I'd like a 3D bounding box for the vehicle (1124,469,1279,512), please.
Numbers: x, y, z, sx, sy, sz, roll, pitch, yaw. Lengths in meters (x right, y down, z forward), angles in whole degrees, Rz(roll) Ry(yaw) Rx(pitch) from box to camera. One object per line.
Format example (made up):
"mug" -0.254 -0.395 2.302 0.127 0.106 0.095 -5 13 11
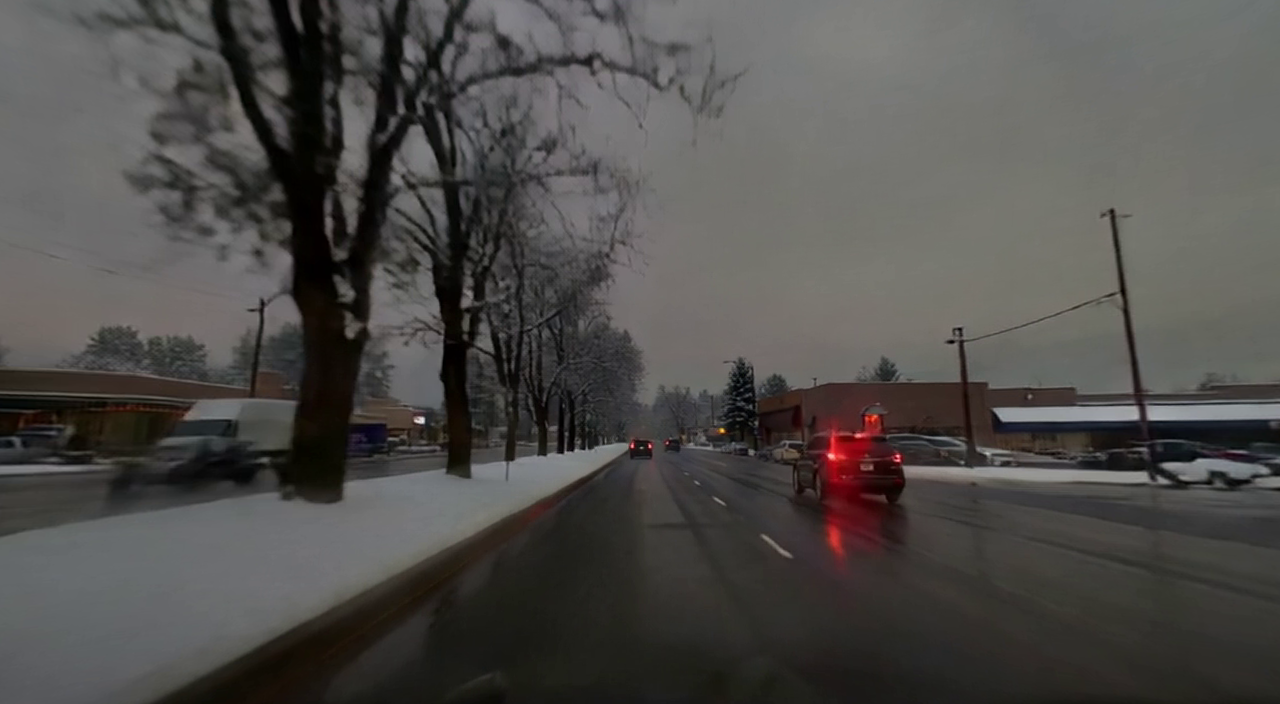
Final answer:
"vehicle" 20.167 4.833 22.170 4.671 1.349 1.976 0 -8 -1

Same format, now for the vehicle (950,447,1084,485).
"vehicle" 17.230 5.160 29.015 1.924 1.561 4.849 8 -11 -42

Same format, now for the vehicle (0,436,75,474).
"vehicle" -25.845 4.132 25.549 4.063 1.459 2.004 0 -8 4

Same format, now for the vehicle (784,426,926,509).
"vehicle" 4.823 2.643 14.828 2.072 1.669 3.836 0 -8 2

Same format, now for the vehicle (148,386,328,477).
"vehicle" -18.798 3.899 30.466 3.086 3.767 8.298 0 -8 0
